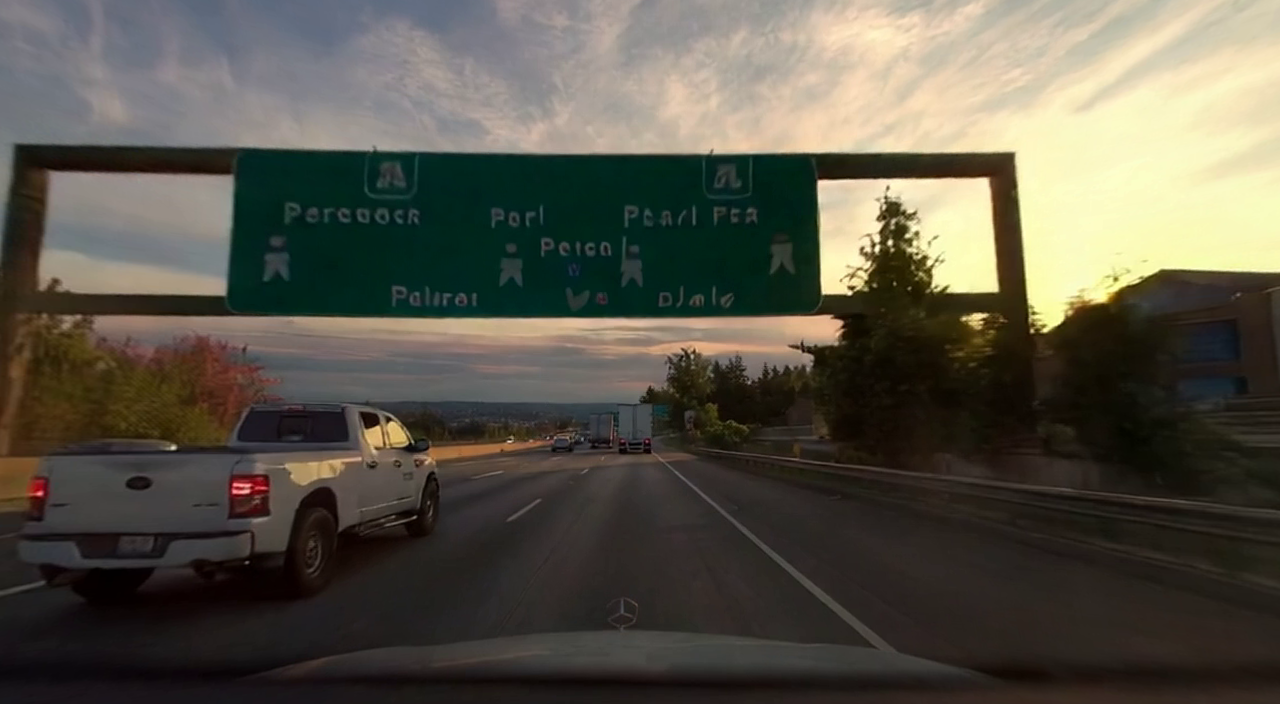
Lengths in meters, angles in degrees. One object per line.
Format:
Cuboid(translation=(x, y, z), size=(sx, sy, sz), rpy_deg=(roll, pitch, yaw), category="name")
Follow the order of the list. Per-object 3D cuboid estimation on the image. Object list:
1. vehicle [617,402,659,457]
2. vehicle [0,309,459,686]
Cuboid(translation=(-0.290, 6.210, 49.922), size=(2.939, 3.886, 10.374), rpy_deg=(0, -8, -2), category="vehicle")
Cuboid(translation=(-3.507, 1.098, 5.864), size=(2.223, 2.045, 4.798), rpy_deg=(0, -8, -1), category="vehicle")
